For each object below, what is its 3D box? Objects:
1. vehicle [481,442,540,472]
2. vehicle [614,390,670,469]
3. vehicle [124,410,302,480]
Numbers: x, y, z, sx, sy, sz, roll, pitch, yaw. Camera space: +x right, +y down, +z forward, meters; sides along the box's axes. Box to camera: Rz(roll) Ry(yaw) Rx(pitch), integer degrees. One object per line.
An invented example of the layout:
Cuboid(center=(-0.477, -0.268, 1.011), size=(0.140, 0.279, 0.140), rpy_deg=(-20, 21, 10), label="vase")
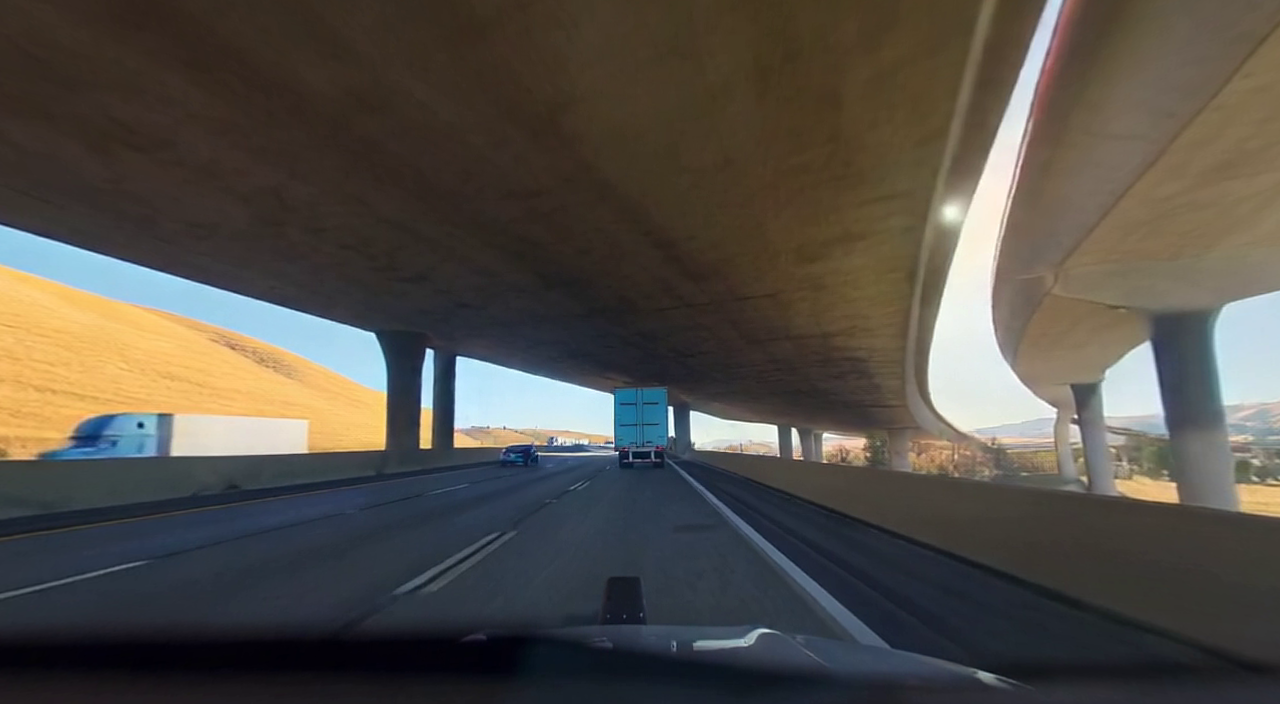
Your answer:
Cuboid(center=(-6.860, 5.609, 33.933), size=(2.078, 1.496, 4.563), rpy_deg=(0, -8, 1), label="vehicle")
Cuboid(center=(0.103, 4.816, 38.082), size=(2.866, 4.014, 11.261), rpy_deg=(0, -8, 0), label="vehicle")
Cuboid(center=(-25.941, 5.834, 39.472), size=(2.971, 3.747, 10.999), rpy_deg=(-1, -9, 3), label="vehicle")
